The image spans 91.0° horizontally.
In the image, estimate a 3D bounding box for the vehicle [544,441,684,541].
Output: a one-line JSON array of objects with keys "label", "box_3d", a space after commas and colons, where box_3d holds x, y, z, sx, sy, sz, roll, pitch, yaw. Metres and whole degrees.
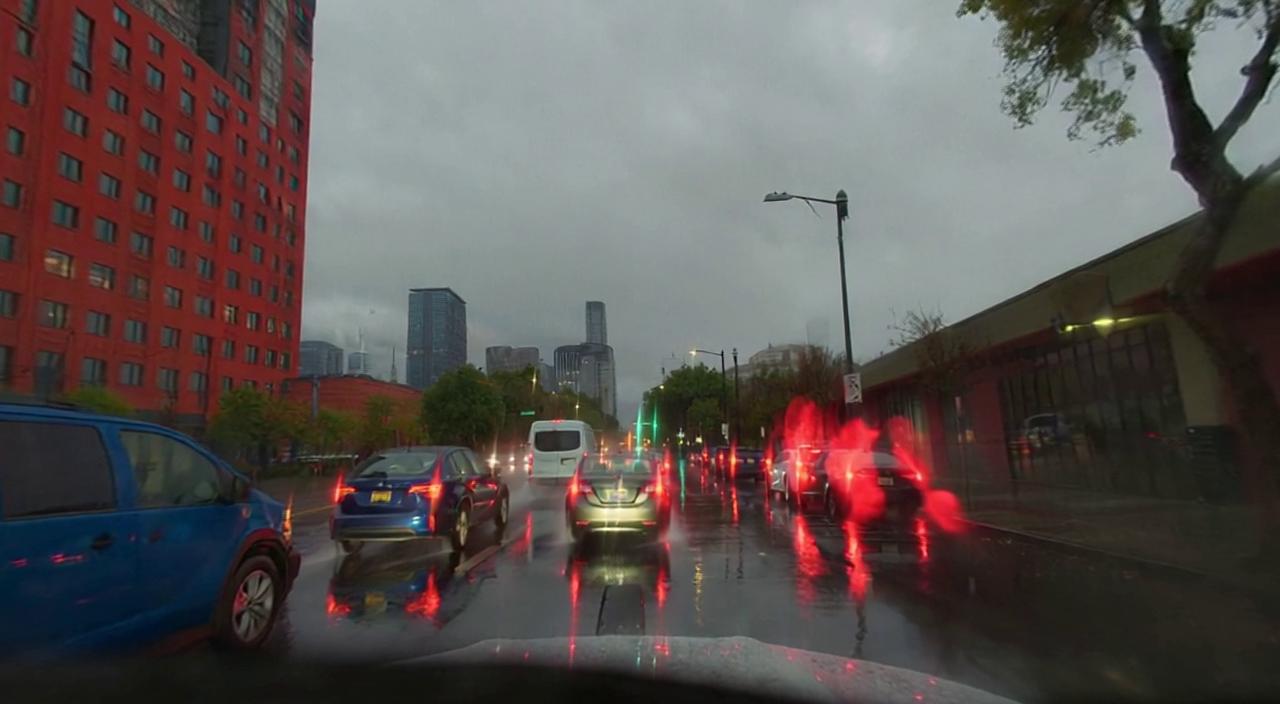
[{"label": "vehicle", "box_3d": [-0.389, 2.470, 11.855, 2.152, 1.518, 4.113, 0, -9, 0]}]

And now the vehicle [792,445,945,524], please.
[{"label": "vehicle", "box_3d": [4.899, 2.854, 14.186, 1.832, 1.491, 4.054, 1, -9, -1]}]

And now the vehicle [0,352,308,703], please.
[{"label": "vehicle", "box_3d": [-3.730, 0.876, 2.537, 2.140, 1.768, 4.685, 0, -9, 1]}]

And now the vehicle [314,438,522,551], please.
[{"label": "vehicle", "box_3d": [-3.528, 2.334, 11.083, 1.995, 1.554, 4.426, 0, -9, 1]}]
